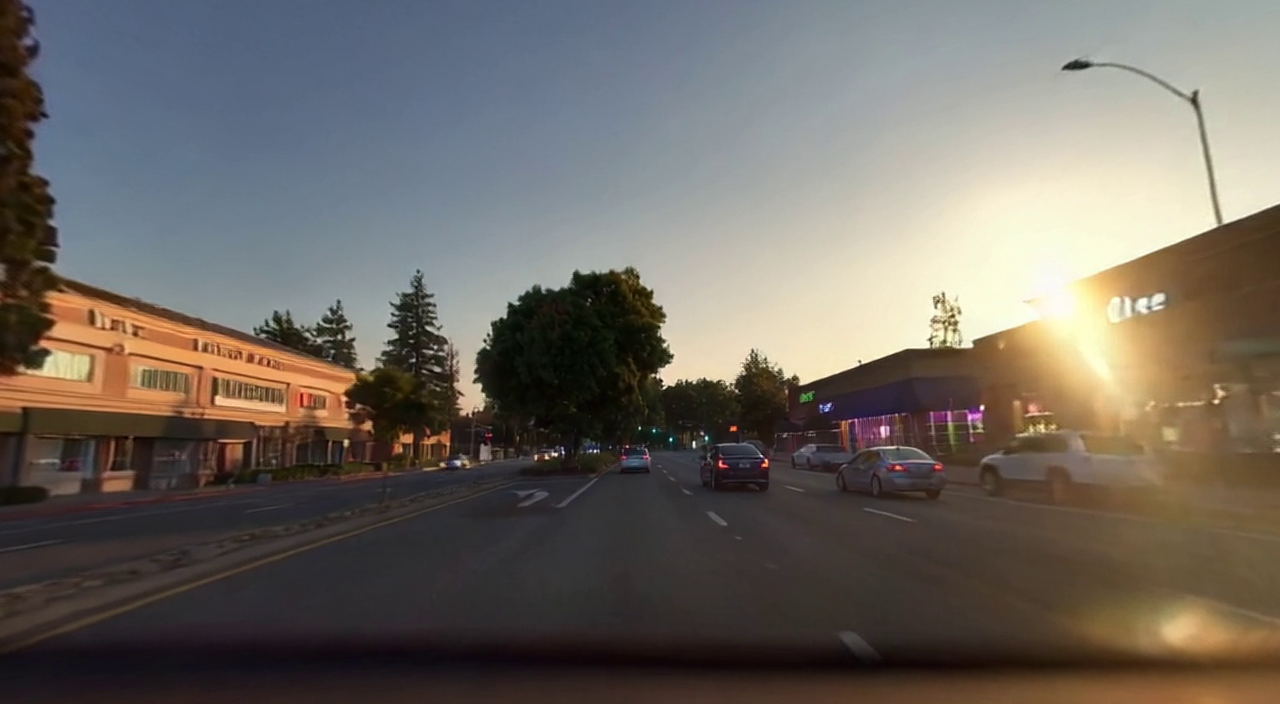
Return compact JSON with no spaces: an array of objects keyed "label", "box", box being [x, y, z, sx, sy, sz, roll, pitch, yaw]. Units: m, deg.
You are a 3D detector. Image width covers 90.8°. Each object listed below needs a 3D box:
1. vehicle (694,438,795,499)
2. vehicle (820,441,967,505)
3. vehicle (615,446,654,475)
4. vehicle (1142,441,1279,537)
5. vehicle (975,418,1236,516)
[{"label":"vehicle","box":[2.942,3.405,18.867,2.072,1.545,4.578,0,-9,-2]},{"label":"vehicle","box":[6.598,3.182,17.100,1.952,1.449,4.544,0,-9,-2]},{"label":"vehicle","box":[-0.309,5.957,34.929,2.052,1.461,4.324,0,-9,0]},{"label":"vehicle","box":[10.486,2.091,9.764,1.763,1.430,4.427,0,-9,0]},{"label":"vehicle","box":[10.470,2.631,14.920,2.248,1.899,4.942,0,-9,-2]}]
